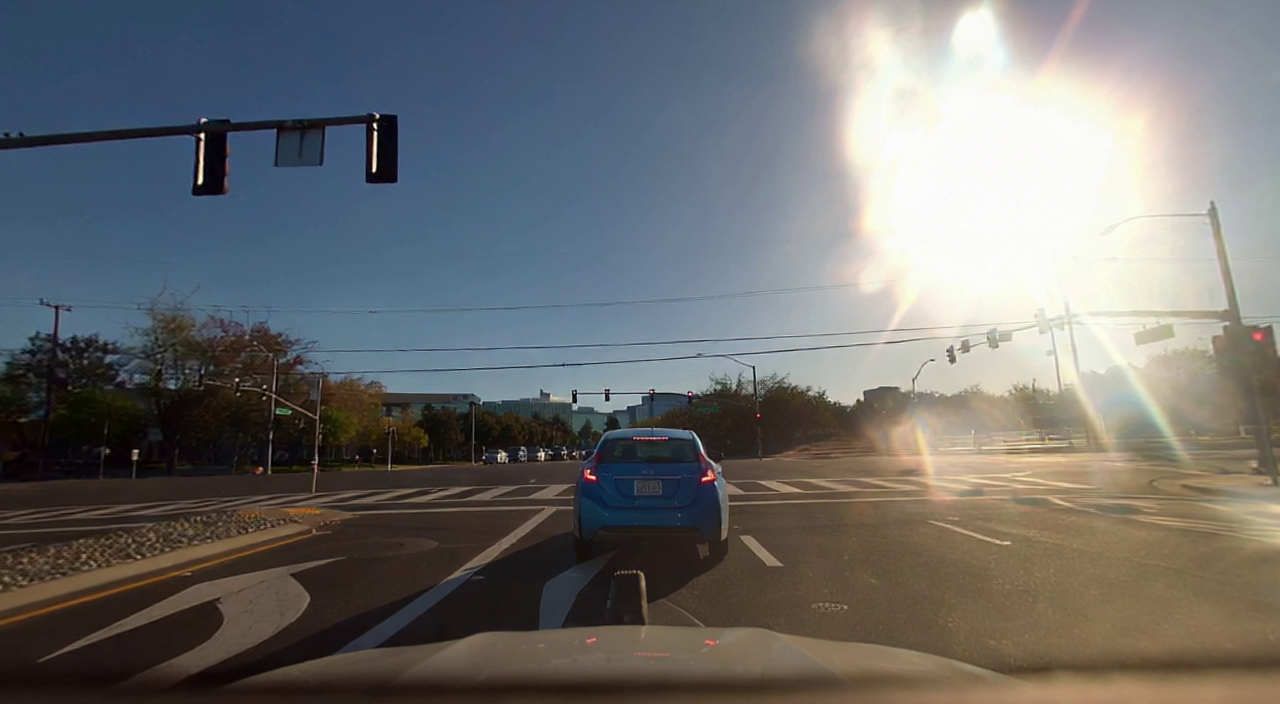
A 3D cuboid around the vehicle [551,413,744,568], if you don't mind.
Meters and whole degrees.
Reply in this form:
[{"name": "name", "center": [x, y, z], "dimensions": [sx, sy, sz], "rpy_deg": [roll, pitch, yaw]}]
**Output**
[{"name": "vehicle", "center": [0.044, 1.755, 8.712], "dimensions": [2.027, 1.626, 3.942], "rpy_deg": [0, -8, -1]}]
